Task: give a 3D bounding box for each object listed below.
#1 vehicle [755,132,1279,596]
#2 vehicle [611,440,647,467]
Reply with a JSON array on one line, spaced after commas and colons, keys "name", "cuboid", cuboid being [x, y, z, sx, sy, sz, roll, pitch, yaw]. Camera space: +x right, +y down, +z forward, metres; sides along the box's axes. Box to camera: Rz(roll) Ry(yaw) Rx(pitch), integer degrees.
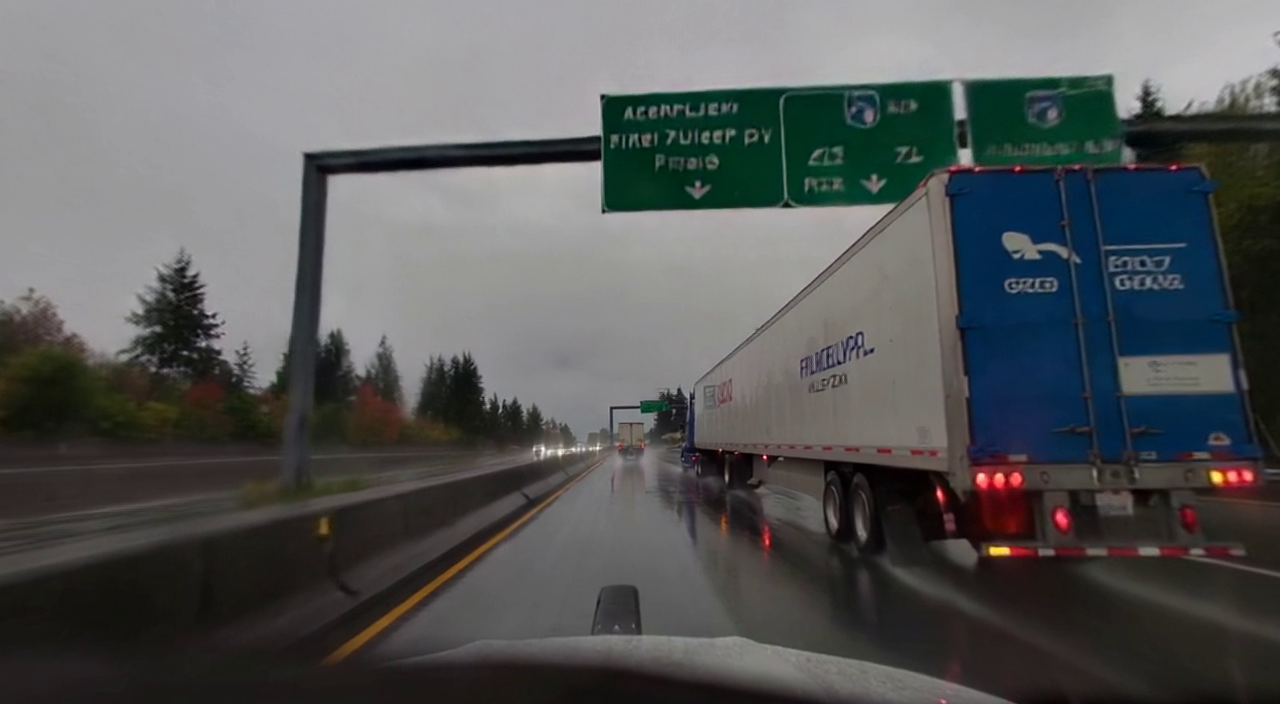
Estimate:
[{"name": "vehicle", "cuboid": [4.250, 0.627, 10.025, 2.853, 4.086, 9.078, 0, -8, -1]}, {"name": "vehicle", "cuboid": [-0.652, 5.853, 36.462, 1.943, 1.491, 3.459, 0, -8, -1]}]
